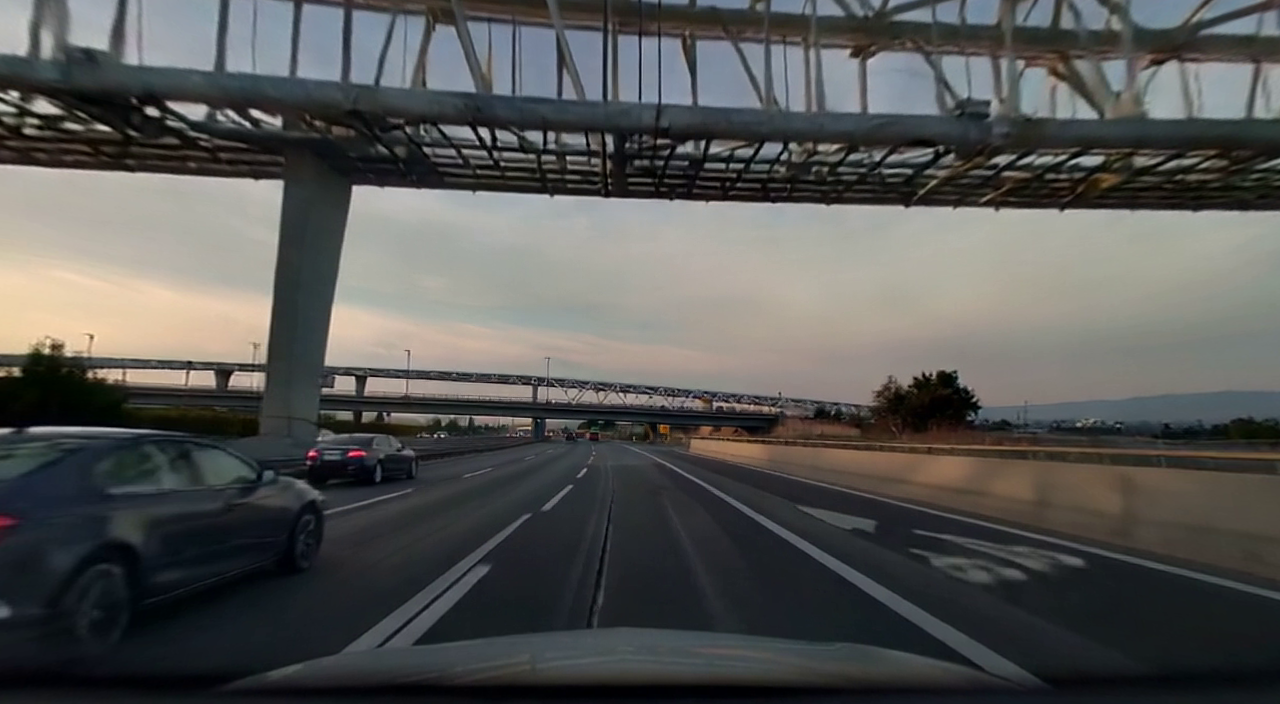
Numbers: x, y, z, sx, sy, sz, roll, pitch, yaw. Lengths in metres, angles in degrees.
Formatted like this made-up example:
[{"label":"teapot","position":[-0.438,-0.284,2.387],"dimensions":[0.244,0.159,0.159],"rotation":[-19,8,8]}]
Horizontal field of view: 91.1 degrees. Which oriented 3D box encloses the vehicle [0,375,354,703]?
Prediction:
[{"label":"vehicle","position":[-3.977,1.062,3.940],"dimensions":[2.123,1.601,4.887],"rotation":[0,-8,-1]}]
